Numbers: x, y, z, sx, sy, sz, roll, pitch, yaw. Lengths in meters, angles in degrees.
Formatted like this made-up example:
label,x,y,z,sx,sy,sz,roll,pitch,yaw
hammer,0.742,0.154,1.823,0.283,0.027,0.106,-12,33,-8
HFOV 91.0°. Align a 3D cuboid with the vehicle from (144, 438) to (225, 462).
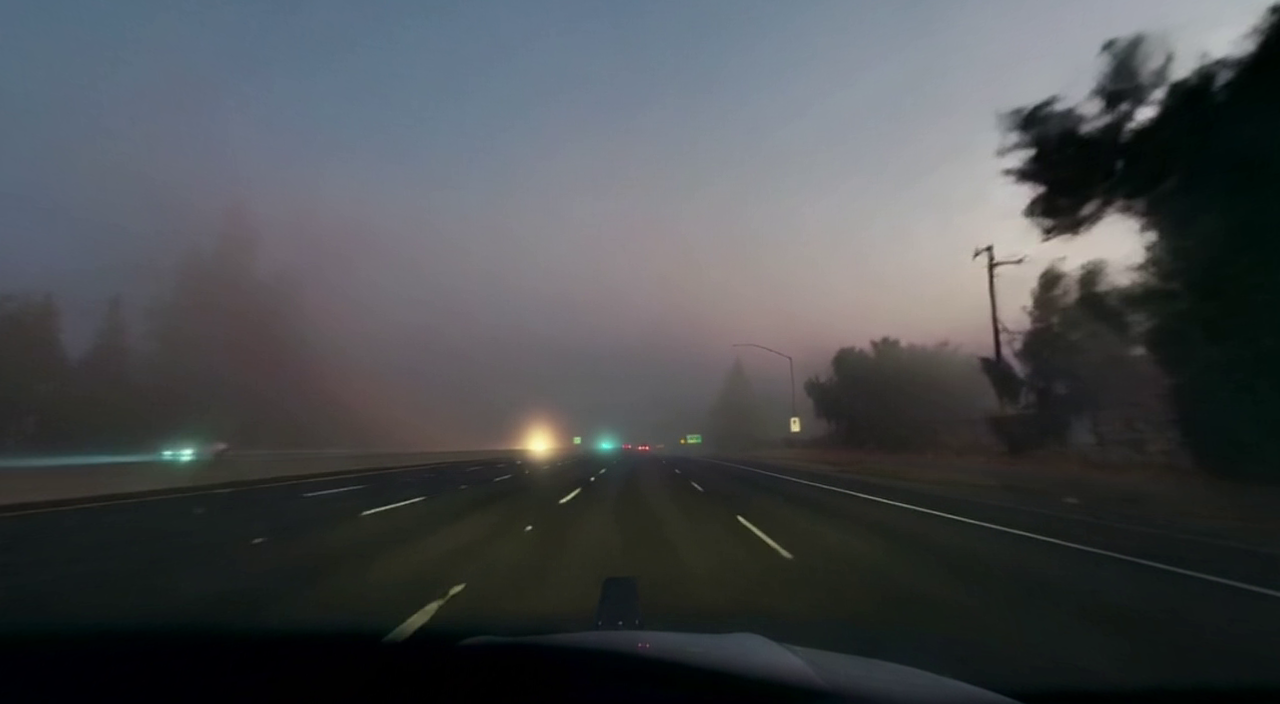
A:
label,x,y,z,sx,sy,sz,roll,pitch,yaw
vehicle,-35.957,7.788,49.935,2.097,1.760,5.630,0,-9,1
